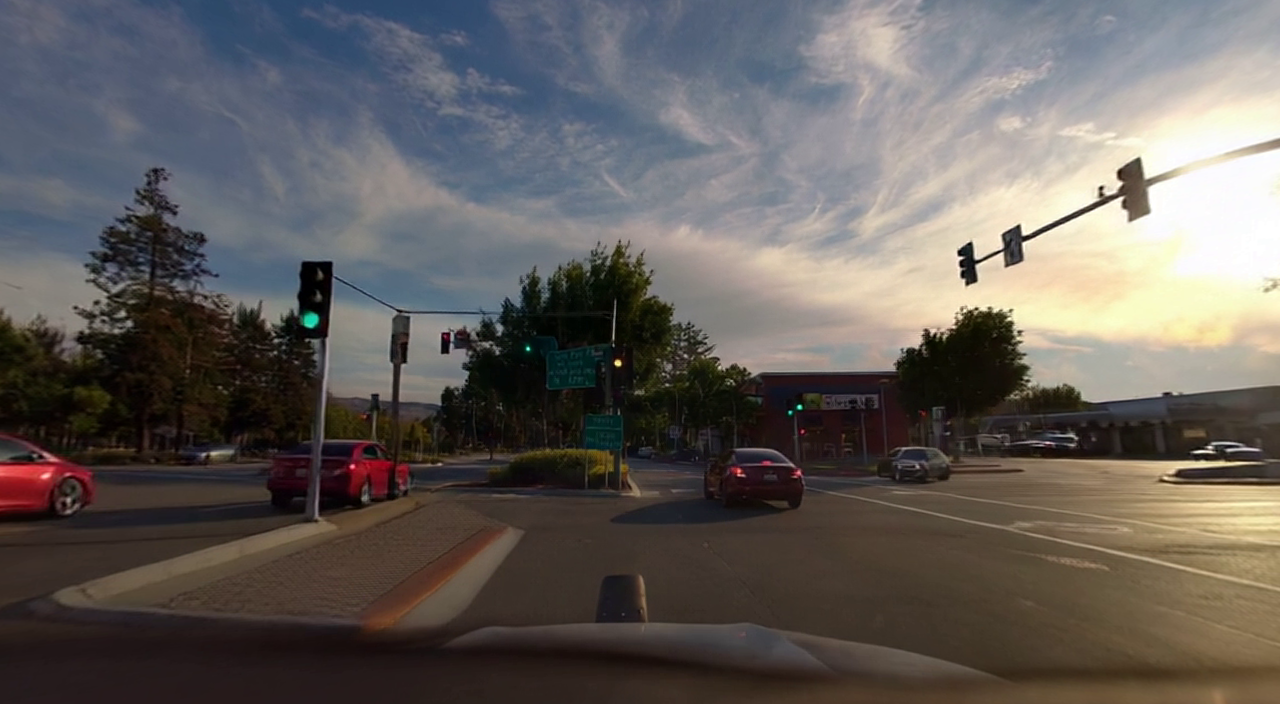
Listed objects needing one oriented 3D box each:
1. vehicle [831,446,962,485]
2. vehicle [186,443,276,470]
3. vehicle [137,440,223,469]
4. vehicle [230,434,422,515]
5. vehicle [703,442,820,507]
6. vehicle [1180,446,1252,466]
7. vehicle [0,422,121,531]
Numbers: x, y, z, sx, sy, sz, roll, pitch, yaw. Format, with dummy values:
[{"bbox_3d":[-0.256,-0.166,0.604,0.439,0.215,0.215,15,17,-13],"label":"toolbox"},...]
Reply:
[{"bbox_3d":[10.572,4.648,26.112,4.703,1.492,1.930,2,-9,-14],"label":"vehicle"},{"bbox_3d":[-23.344,5.988,36.254,2.119,1.428,4.622,0,-8,-1],"label":"vehicle"},{"bbox_3d":[-30.065,6.717,41.411,2.134,1.778,4.750,0,-8,-2],"label":"vehicle"},{"bbox_3d":[-6.555,2.586,13.876,1.995,1.470,4.556,0,-8,-2],"label":"vehicle"},{"bbox_3d":[3.043,3.174,16.926,1.940,1.487,4.562,0,-8,-4],"label":"vehicle"},{"bbox_3d":[43.732,7.871,47.977,1.723,1.431,3.880,0,-8,-2],"label":"vehicle"},{"bbox_3d":[-9.856,1.683,8.410,1.979,1.494,4.693,0,-8,-2],"label":"vehicle"}]
